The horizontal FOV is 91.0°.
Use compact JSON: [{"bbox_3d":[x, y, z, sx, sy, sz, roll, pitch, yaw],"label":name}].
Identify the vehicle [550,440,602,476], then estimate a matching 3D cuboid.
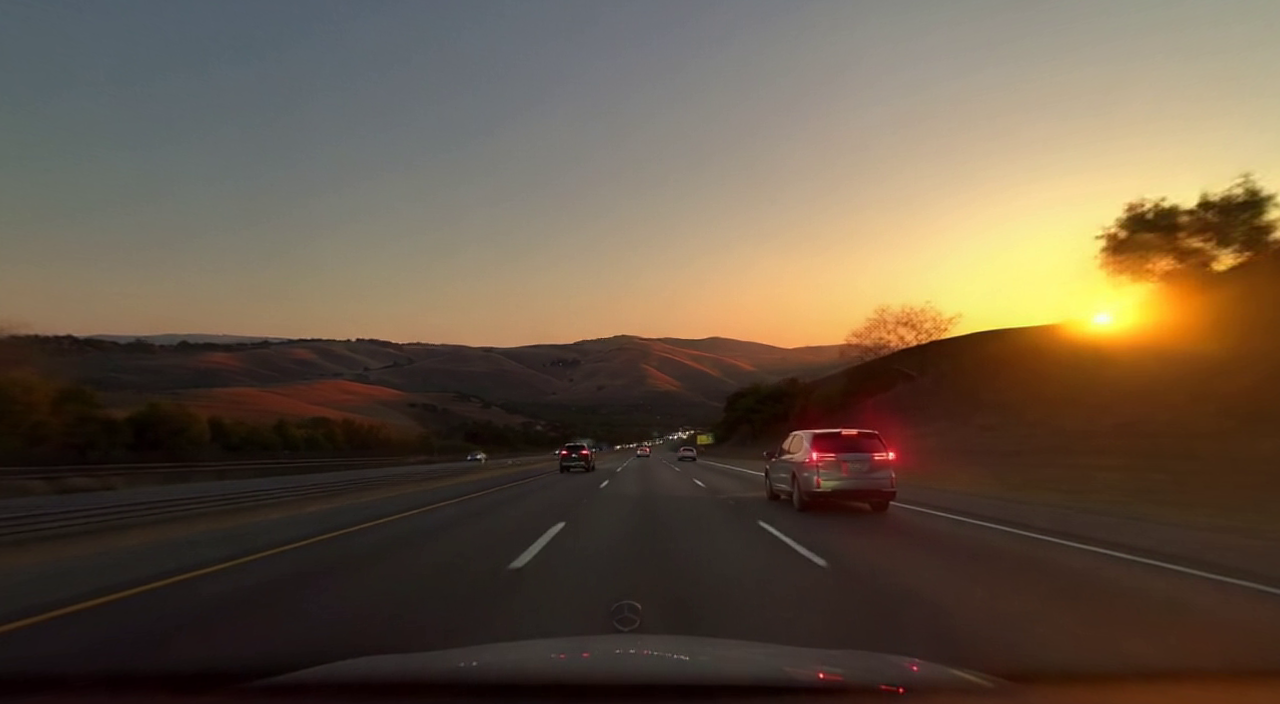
[{"bbox_3d":[-3.177,5.352,32.018,2.070,1.707,4.309,0,-9,1],"label":"vehicle"}]
